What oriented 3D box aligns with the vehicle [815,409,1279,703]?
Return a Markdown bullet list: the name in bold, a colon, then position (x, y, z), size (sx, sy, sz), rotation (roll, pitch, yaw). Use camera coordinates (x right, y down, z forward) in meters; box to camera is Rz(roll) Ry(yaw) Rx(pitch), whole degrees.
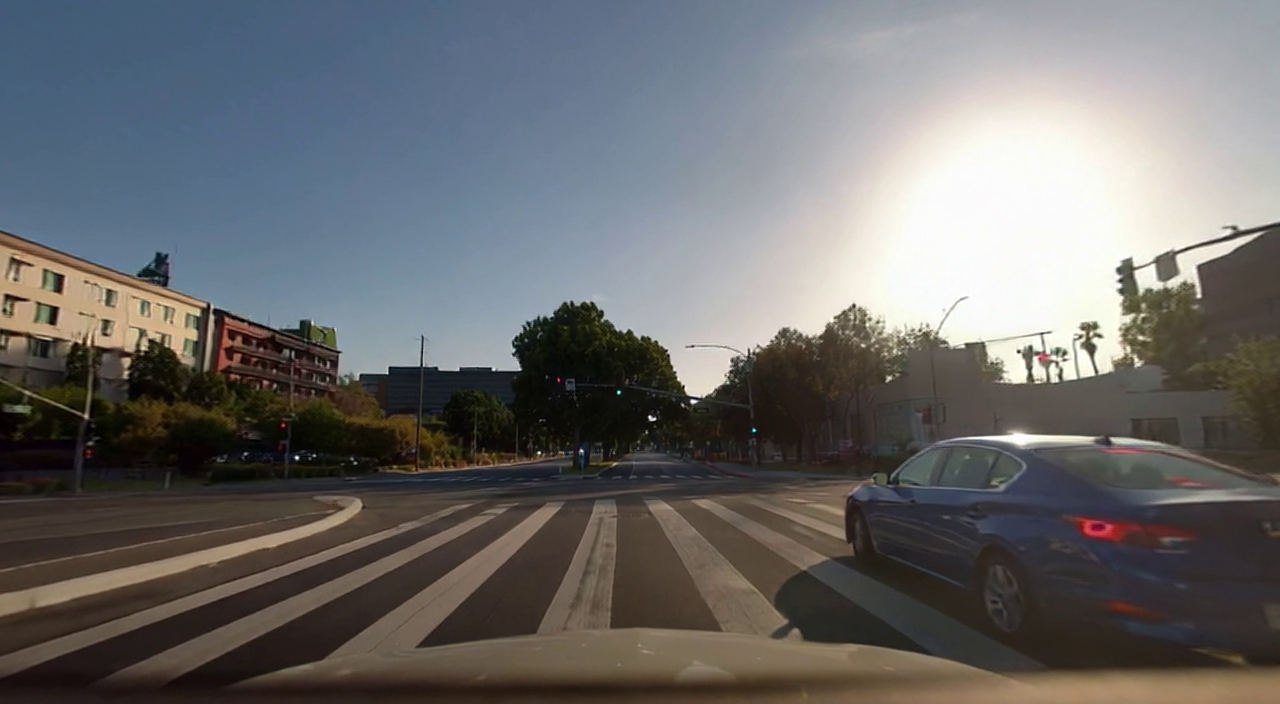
- **vehicle**: position (3.143, 1.356, 4.952), size (2.089, 1.539, 4.767), rotation (0, -9, -1)
